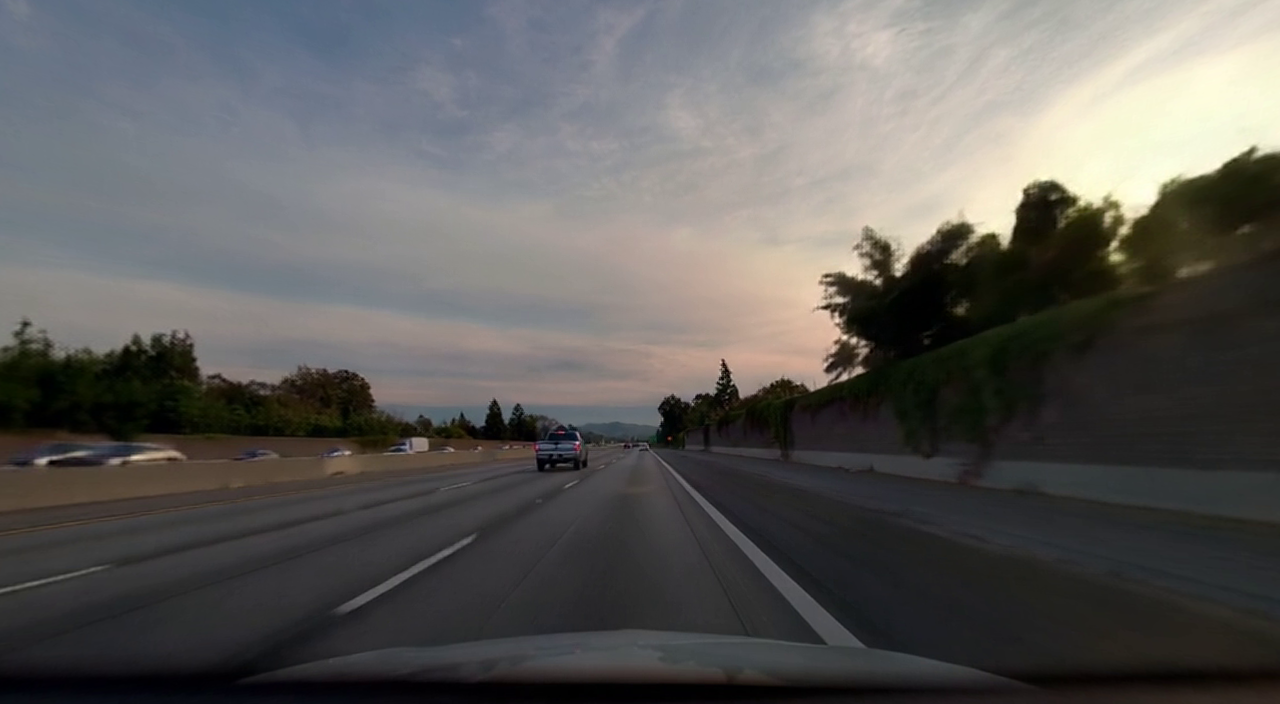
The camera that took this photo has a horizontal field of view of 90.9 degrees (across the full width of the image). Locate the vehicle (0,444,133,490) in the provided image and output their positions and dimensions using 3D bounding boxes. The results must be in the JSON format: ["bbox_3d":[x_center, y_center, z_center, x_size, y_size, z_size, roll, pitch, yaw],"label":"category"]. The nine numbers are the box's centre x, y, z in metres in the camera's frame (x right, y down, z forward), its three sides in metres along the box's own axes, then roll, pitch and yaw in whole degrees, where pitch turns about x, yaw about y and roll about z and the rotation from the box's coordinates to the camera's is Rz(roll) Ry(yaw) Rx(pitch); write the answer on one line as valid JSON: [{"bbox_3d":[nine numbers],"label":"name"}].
[{"bbox_3d":[-29.327,5.640,31.447,2.406,2.020,6.641,0,-8,1],"label":"vehicle"}]

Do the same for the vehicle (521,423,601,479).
[{"bbox_3d":[-3.298,4.360,27.893,2.604,2.170,6.271,0,-8,1],"label":"vehicle"}]

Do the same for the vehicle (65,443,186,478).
[{"bbox_3d":[-25.489,5.367,31.487,1.968,1.574,4.754,0,-8,0],"label":"vehicle"}]
